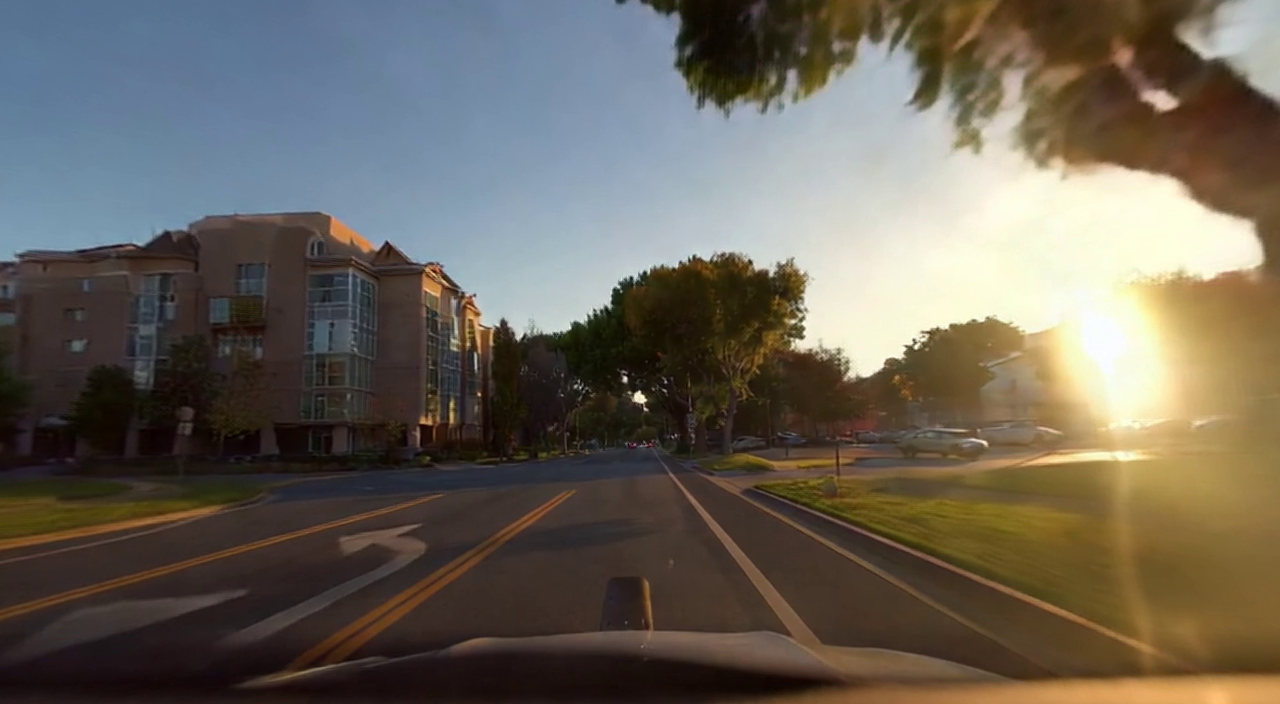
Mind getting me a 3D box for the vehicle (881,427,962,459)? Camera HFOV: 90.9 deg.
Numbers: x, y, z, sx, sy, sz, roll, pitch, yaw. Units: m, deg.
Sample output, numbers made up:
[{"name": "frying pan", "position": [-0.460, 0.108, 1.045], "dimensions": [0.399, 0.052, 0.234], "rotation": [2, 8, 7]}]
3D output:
[{"name": "vehicle", "position": [13.722, 4.479, 31.051], "dimensions": [1.927, 1.464, 4.644], "rotation": [0, -8, 1]}]
